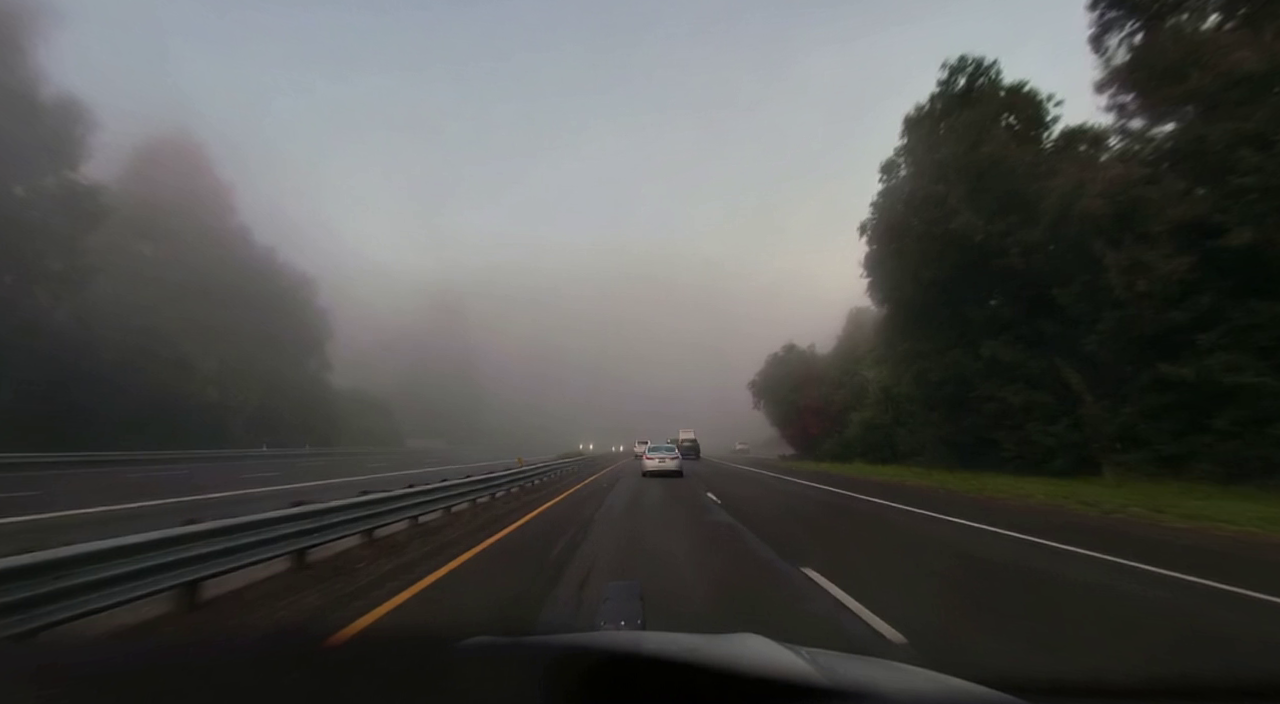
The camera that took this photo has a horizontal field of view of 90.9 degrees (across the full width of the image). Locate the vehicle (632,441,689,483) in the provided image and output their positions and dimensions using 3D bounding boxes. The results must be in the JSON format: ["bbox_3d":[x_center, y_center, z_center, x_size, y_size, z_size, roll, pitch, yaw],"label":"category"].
[{"bbox_3d":[0.750,4.329,25.048,2.053,1.483,4.185,0,-9,0],"label":"vehicle"}]

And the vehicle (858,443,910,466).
[{"bbox_3d":[16.726,7.046,43.345,1.926,1.483,3.528,0,-9,-4],"label":"vehicle"}]
